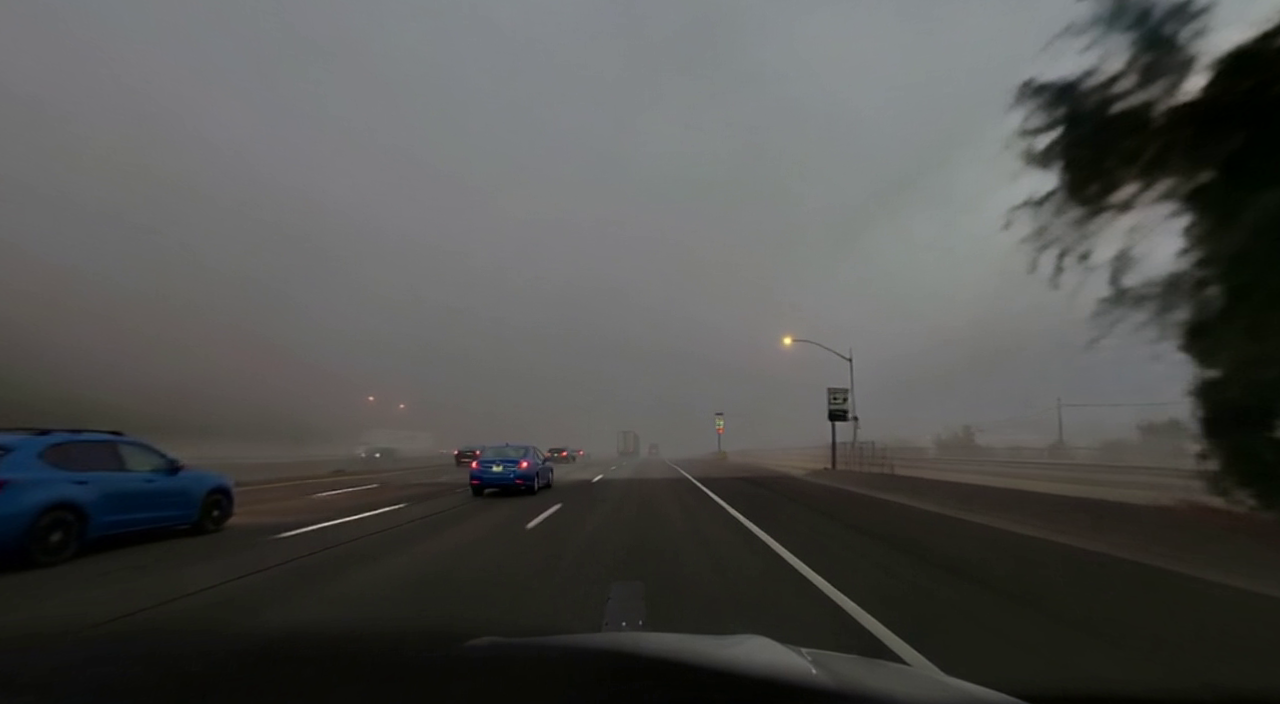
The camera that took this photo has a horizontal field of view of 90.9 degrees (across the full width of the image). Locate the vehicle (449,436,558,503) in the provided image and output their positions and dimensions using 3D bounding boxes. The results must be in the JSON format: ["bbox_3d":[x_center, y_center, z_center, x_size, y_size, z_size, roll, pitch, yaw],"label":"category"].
[{"bbox_3d":[-3.403,2.988,16.440,1.953,1.511,3.704,0,-8,1],"label":"vehicle"}]

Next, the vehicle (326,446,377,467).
[{"bbox_3d":[-20.448,7.410,44.851,1.700,1.449,3.785,-1,-8,2],"label":"vehicle"}]

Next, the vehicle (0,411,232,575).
[{"bbox_3d":[-7.603,1.677,7.956,1.970,1.682,4.297,0,-8,1],"label":"vehicle"}]
